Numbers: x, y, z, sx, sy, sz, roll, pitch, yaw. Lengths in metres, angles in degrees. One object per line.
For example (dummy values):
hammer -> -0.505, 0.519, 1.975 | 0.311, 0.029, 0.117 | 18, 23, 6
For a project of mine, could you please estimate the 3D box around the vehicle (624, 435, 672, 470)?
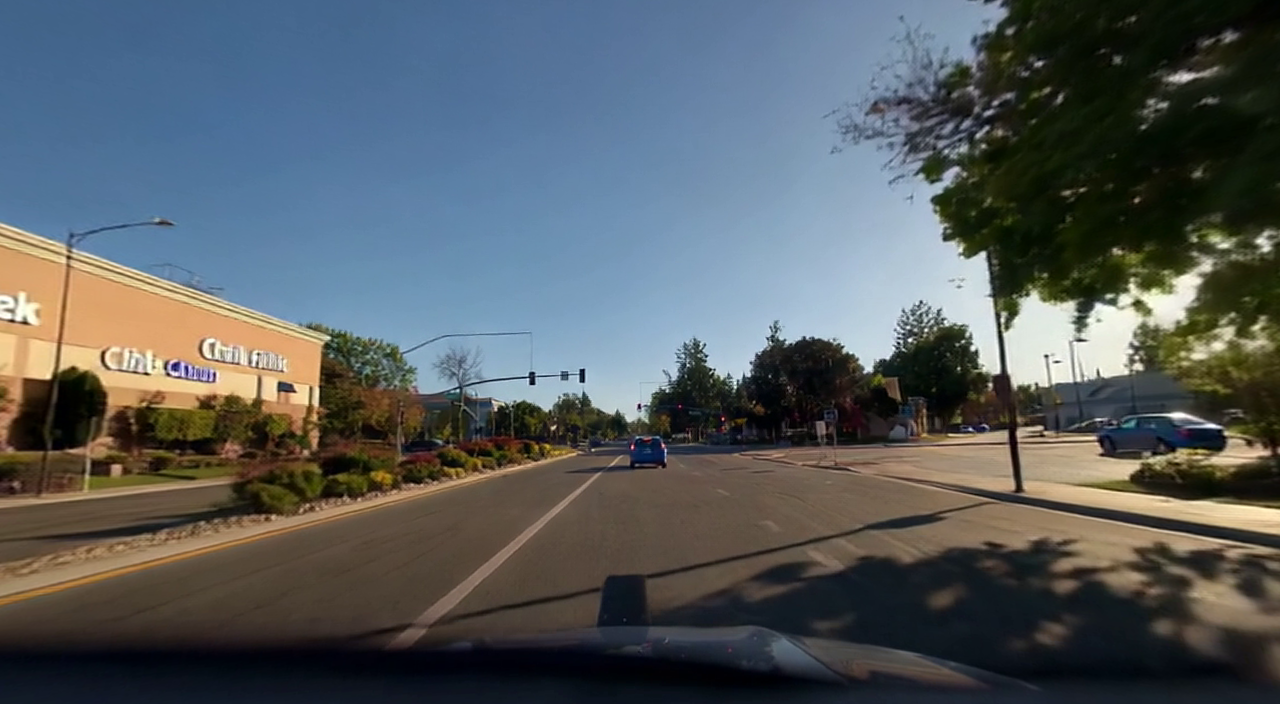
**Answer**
vehicle -> 0.285, 4.597, 29.110 | 2.028, 1.478, 4.545 | 0, -8, -1

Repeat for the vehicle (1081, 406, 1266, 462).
vehicle -> 23.355, 3.711, 28.176 | 2.647, 2.185, 6.556 | -1, -8, 2
